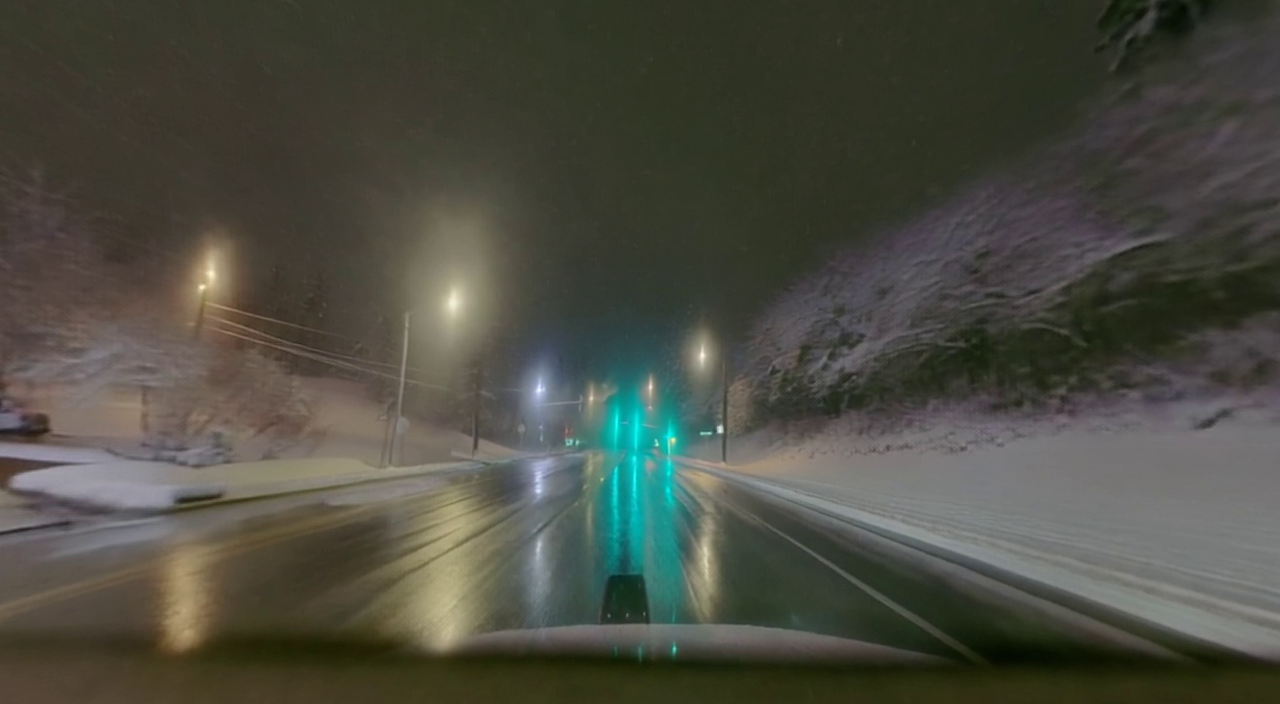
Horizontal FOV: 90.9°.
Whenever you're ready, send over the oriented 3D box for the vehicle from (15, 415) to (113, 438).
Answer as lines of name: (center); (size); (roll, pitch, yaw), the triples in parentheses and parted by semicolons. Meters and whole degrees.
vehicle: (-39.404, 5.143, 43.287); (1.804, 1.421, 4.744); (-1, -8, 10)
